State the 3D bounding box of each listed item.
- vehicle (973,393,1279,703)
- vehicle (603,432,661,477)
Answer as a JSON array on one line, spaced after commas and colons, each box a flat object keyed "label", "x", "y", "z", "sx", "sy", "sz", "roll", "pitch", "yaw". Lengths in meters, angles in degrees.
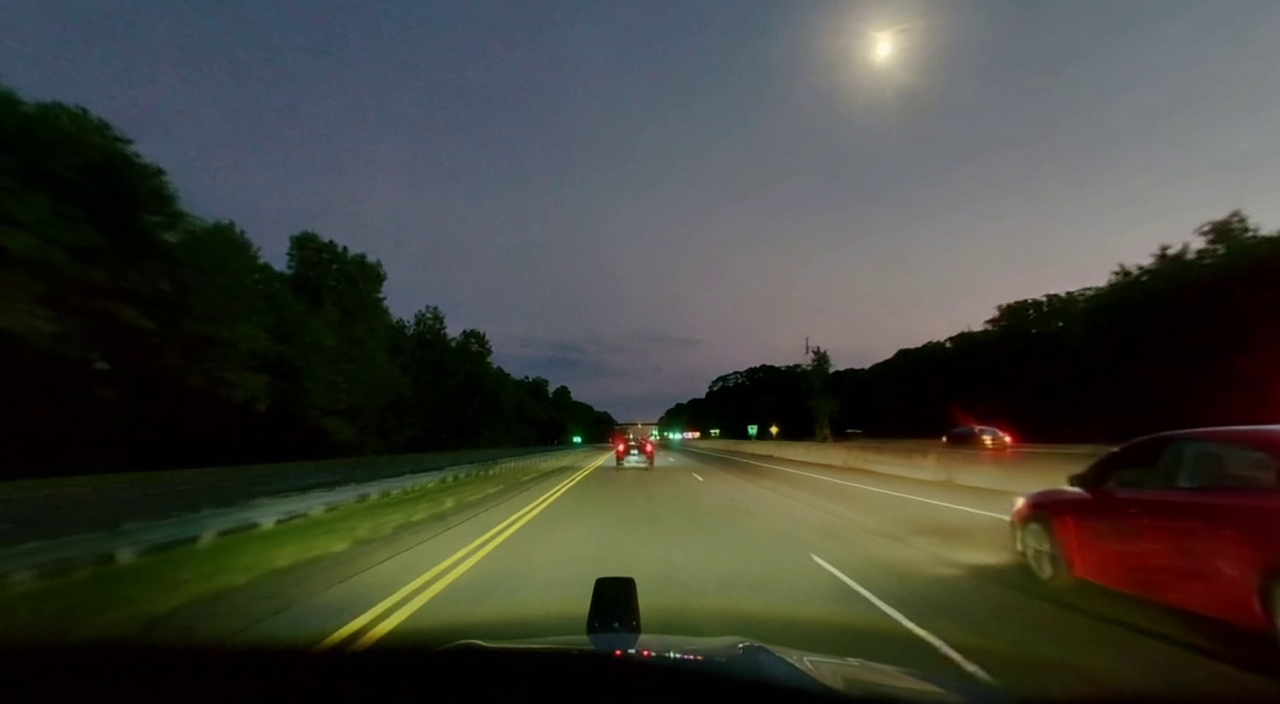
[{"label": "vehicle", "x": 4.109, "y": 1.029, "z": 3.561, "sx": 2.010, "sy": 1.508, "sz": 4.285, "roll": 0, "pitch": -8, "yaw": -1}, {"label": "vehicle", "x": -0.283, "y": 3.634, "z": 22.690, "sx": 1.897, "sy": 1.479, "sz": 3.724, "roll": 0, "pitch": -8, "yaw": -1}]
